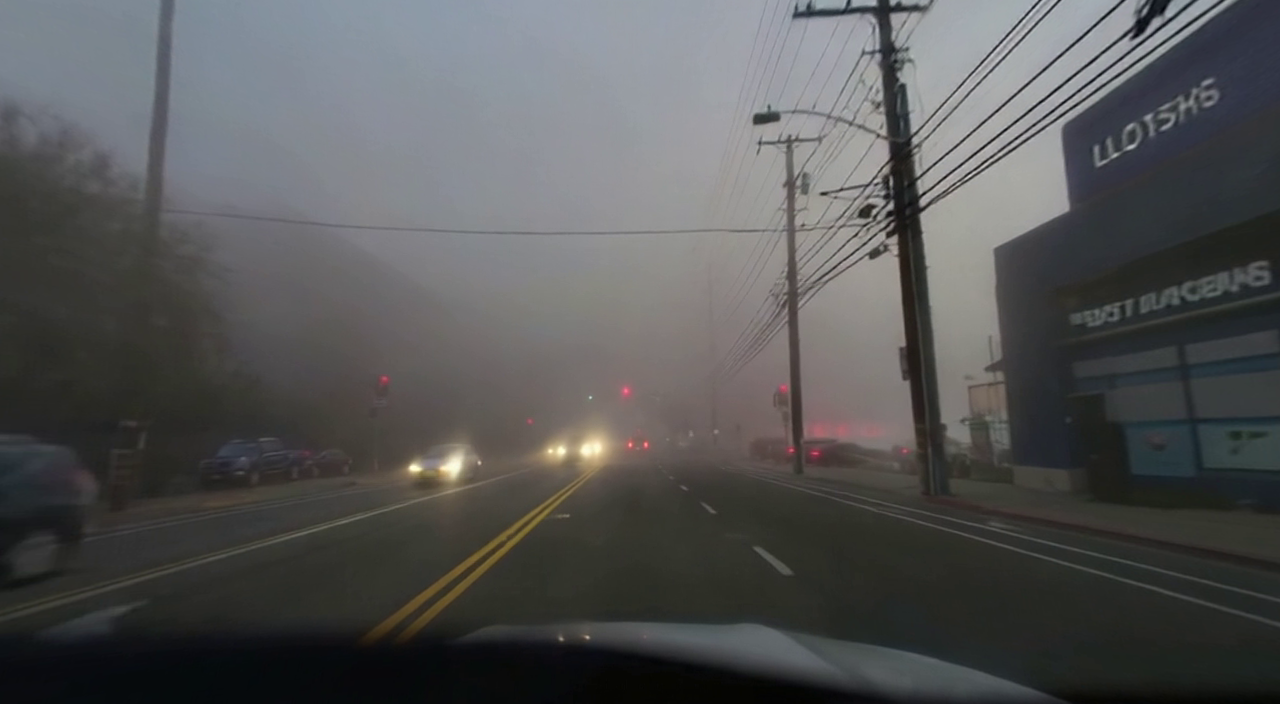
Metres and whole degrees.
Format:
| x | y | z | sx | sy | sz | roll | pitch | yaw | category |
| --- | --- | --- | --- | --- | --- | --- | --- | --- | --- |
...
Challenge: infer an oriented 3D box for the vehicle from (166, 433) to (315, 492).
| x | y | z | sx | sy | sz | roll | pitch | yaw | category |
| --- | --- | --- | --- | --- | --- | --- | --- | --- | --- |
| -13.891 | 3.848 | 22.414 | 2.044 | 1.830 | 4.800 | 0 | -9 | 2 | vehicle |

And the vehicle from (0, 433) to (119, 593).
| x | y | z | sx | sy | sz | roll | pitch | yaw | category |
| --- | --- | --- | --- | --- | --- | --- | --- | --- | --- |
| -7.188 | 1.421 | 5.144 | 1.952 | 1.536 | 4.623 | 0 | -9 | 0 | vehicle |

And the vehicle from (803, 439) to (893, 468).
| x | y | z | sx | sy | sz | roll | pitch | yaw | category |
| --- | --- | --- | --- | --- | --- | --- | --- | --- | --- |
| 11.283 | 5.534 | 34.456 | 4.238 | 1.464 | 1.862 | 0 | -9 | 2 | vehicle |

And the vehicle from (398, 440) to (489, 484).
| x | y | z | sx | sy | sz | roll | pitch | yaw | category |
| --- | --- | --- | --- | --- | --- | --- | --- | --- | --- |
| -7.357 | 4.159 | 24.161 | 2.020 | 1.479 | 4.612 | 0 | -9 | 0 | vehicle |

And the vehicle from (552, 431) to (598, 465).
| x | y | z | sx | sy | sz | roll | pitch | yaw | category |
| --- | --- | --- | --- | --- | --- | --- | --- | --- | --- |
| -3.931 | 5.952 | 39.226 | 2.277 | 1.904 | 5.583 | 0 | -9 | 0 | vehicle |

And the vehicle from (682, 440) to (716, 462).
| x | y | z | sx | sy | sz | roll | pitch | yaw | category |
| --- | --- | --- | --- | --- | --- | --- | --- | --- | --- |
| 4.053 | 6.925 | 44.227 | 1.926 | 1.482 | 4.442 | 0 | -9 | -1 | vehicle |

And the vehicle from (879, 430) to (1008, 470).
| x | y | z | sx | sy | sz | roll | pitch | yaw | category |
| --- | --- | --- | --- | --- | --- | --- | --- | --- | --- |
| 15.045 | 4.884 | 31.527 | 5.307 | 1.877 | 2.052 | 0 | -9 | -1 | vehicle |
